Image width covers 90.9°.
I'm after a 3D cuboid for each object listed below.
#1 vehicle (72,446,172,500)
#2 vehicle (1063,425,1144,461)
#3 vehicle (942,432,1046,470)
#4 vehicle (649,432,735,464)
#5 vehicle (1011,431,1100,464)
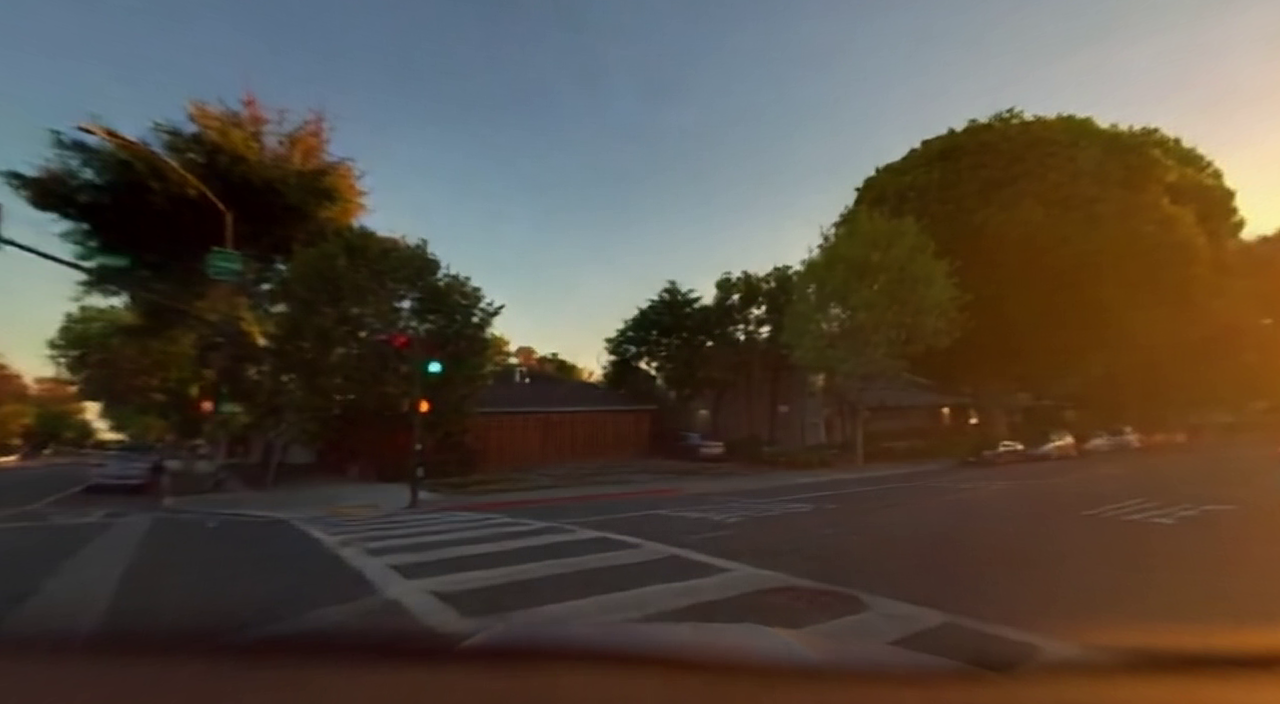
[{"bbox_3d":[-16.402,3.794,20.190,2.149,1.507,4.160,6,-11,-36],"label":"vehicle"},{"bbox_3d":[24.889,4.894,33.805,4.528,1.755,1.973,6,-11,-35],"label":"vehicle"},{"bbox_3d":[15.030,4.190,26.700,4.671,1.470,1.963,6,-12,-36],"label":"vehicle"},{"bbox_3d":[2.669,5.115,33.653,2.028,1.595,4.554,6,-11,-36],"label":"vehicle"},{"bbox_3d":[20.007,4.606,30.305,4.518,1.477,1.948,6,-12,-36],"label":"vehicle"}]
